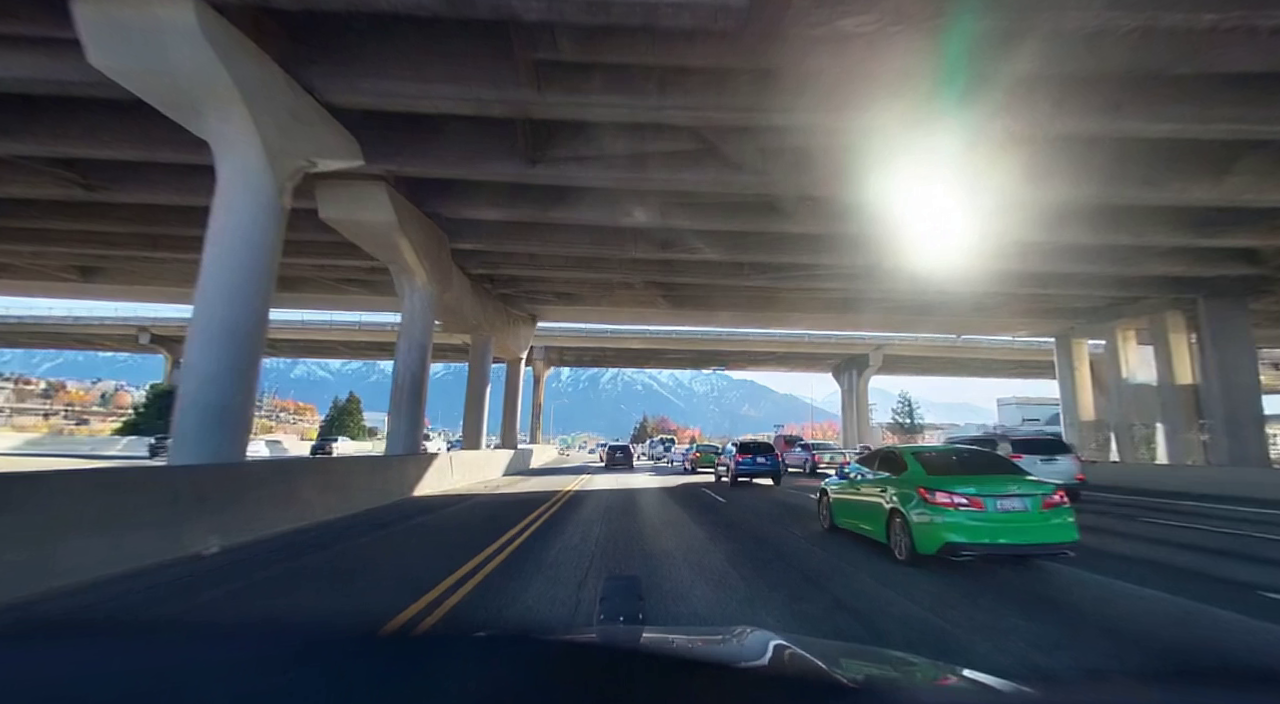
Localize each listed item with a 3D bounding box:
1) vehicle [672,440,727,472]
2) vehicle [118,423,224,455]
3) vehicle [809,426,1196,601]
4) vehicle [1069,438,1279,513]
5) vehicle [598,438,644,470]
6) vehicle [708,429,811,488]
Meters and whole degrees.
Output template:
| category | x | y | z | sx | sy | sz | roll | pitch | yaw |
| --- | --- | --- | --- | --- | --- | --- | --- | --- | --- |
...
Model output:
| category | x | y | z | sx | sy | sz | roll | pitch | yaw |
| --- | --- | --- | --- | --- | --- | --- | --- | --- | --- |
| vehicle | 2.862 | 5.148 | 31.424 | 2.074 | 1.455 | 4.646 | 0 | -8 | -3 |
| vehicle | -29.075 | 5.480 | 39.476 | 2.322 | 1.825 | 5.698 | 0 | -8 | -1 |
| vehicle | 3.707 | 1.716 | 7.710 | 1.944 | 1.466 | 4.540 | 0 | -8 | -1 |
| vehicle | 13.023 | 2.812 | 15.027 | 1.878 | 1.459 | 4.742 | 1 | -9 | -7 |
| vehicle | -0.993 | 5.346 | 33.211 | 2.266 | 1.549 | 3.978 | 0 | -8 | -2 |
| vehicle | 3.838 | 3.566 | 21.448 | 2.276 | 1.739 | 5.040 | 0 | -8 | -3 |
